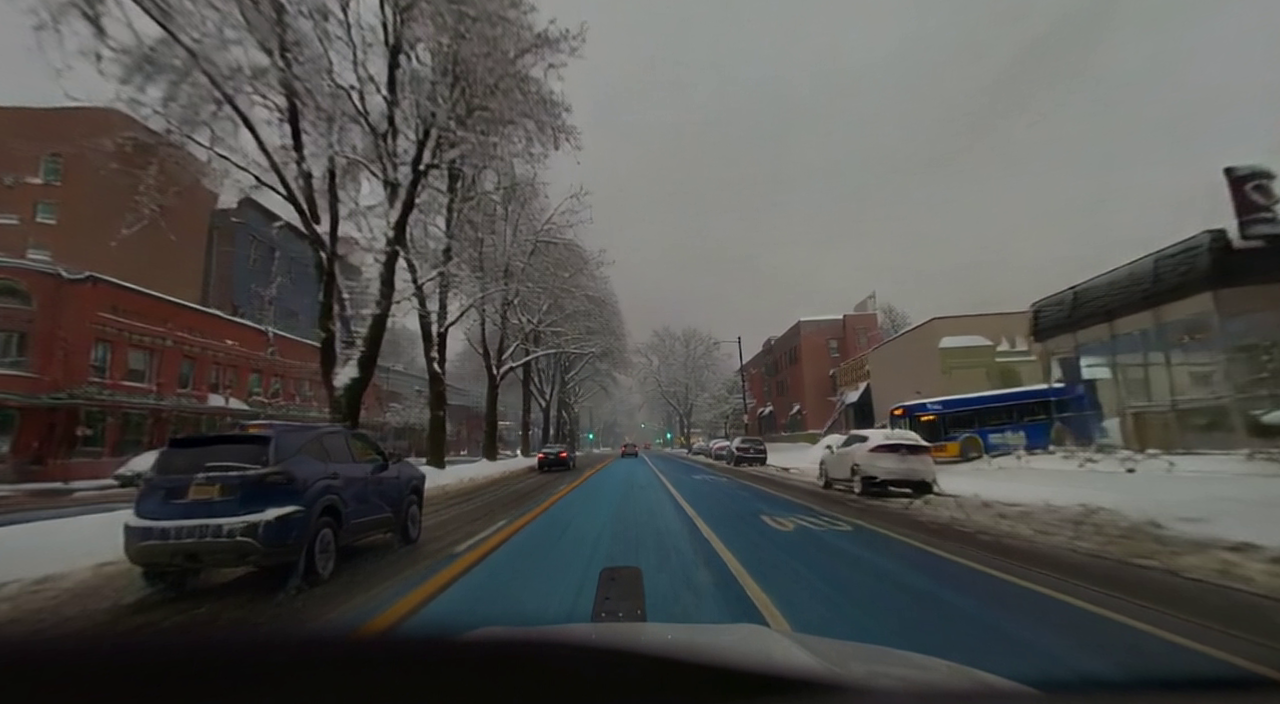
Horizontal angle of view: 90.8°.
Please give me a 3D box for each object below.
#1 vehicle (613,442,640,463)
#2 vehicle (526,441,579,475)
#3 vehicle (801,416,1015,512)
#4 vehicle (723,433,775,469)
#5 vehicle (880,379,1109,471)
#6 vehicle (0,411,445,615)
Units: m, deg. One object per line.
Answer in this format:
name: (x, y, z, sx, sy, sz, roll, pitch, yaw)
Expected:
vehicle: (-1.020, 7.589, 47.814, 1.999, 1.520, 3.896, 0, -9, -1)
vehicle: (-4.118, 5.063, 30.424, 1.934, 1.522, 4.287, 0, -9, 0)
vehicle: (5.913, 2.601, 15.193, 2.390, 1.816, 6.050, 0, -9, -1)
vehicle: (5.868, 5.417, 34.597, 1.945, 1.829, 4.305, 0, -9, -2)
vehicle: (14.816, 3.095, 26.890, 7.722, 2.908, 3.067, -6, -7, -4)
vehicle: (-3.870, 1.554, 7.075, 1.995, 1.524, 4.438, 0, -9, 0)
